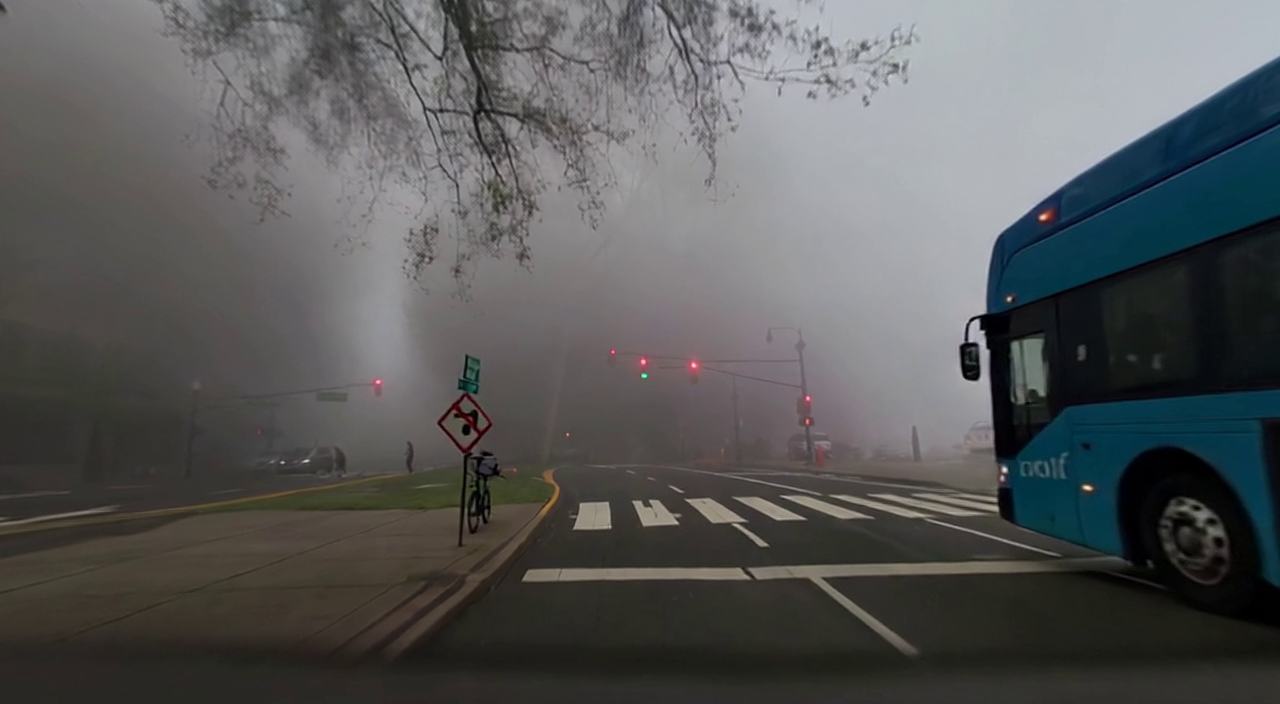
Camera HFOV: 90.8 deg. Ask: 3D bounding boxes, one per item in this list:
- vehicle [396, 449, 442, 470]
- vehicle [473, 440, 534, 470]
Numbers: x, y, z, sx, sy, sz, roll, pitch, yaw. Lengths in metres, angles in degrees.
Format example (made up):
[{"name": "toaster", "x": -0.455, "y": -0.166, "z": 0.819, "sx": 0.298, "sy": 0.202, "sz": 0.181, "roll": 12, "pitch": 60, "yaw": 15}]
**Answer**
[{"name": "vehicle", "x": -17.055, "y": 8.248, "z": 48.663, "sx": 2.036, "sy": 1.467, "sz": 3.979, "roll": 7, "pitch": -11, "yaw": -39}, {"name": "vehicle", "x": -7.700, "y": 5.756, "z": 35.437, "sx": 2.123, "sy": 1.544, "sz": 4.158, "roll": 5, "pitch": -10, "yaw": -30}]
